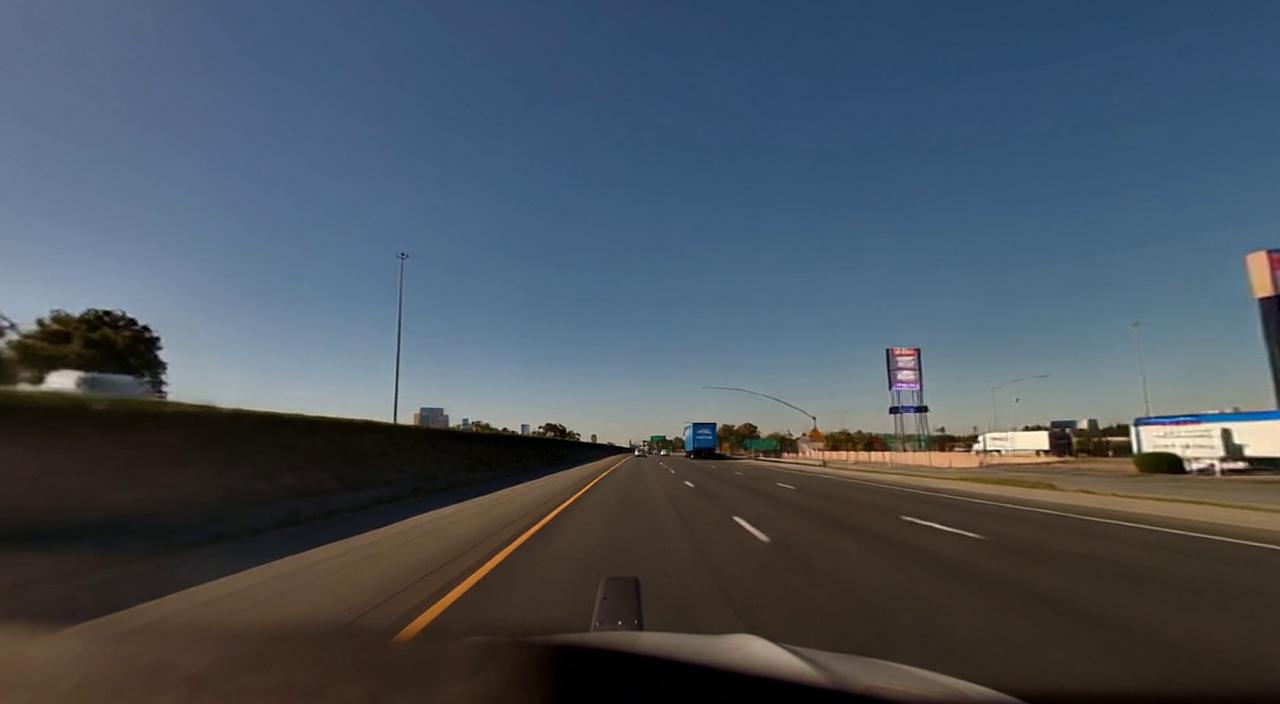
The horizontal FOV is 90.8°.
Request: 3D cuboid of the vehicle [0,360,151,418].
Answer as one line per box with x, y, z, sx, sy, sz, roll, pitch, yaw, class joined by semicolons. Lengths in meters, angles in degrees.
-21.404;1.502;23.600;1.958;1.702;5.234;0;-8;0;vehicle
